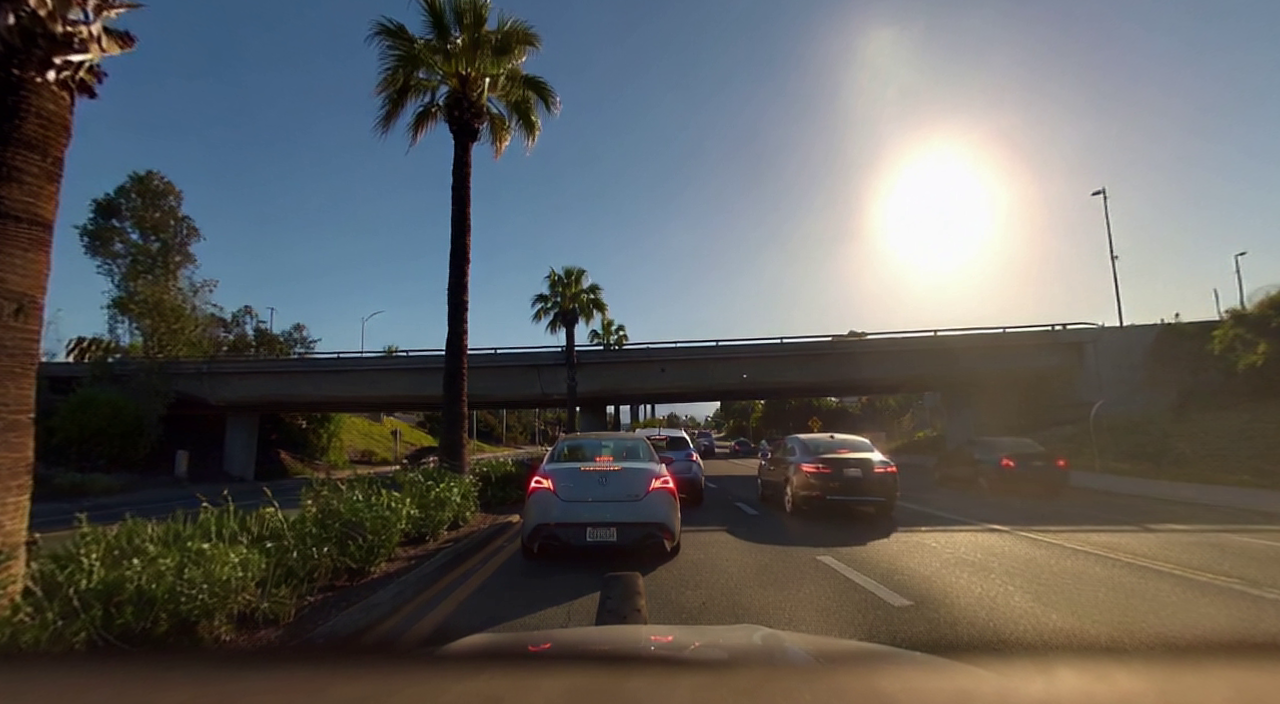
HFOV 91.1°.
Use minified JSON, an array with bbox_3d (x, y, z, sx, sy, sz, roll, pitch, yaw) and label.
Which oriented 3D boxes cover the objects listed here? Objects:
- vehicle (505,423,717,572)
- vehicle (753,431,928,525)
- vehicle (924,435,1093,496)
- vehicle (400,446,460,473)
[{"bbox_3d":[-0.237,1.796,8.520,2.172,1.506,4.018,0,-8,2],"label":"vehicle"},{"bbox_3d":[3.708,2.418,12.723,2.034,1.517,4.840,0,-8,1],"label":"vehicle"},{"bbox_3d":[10.019,3.106,17.649,2.100,1.469,4.772,-1,-8,4],"label":"vehicle"},{"bbox_3d":[-12.298,6.291,37.110,1.933,1.486,4.449,0,-8,1],"label":"vehicle"}]
